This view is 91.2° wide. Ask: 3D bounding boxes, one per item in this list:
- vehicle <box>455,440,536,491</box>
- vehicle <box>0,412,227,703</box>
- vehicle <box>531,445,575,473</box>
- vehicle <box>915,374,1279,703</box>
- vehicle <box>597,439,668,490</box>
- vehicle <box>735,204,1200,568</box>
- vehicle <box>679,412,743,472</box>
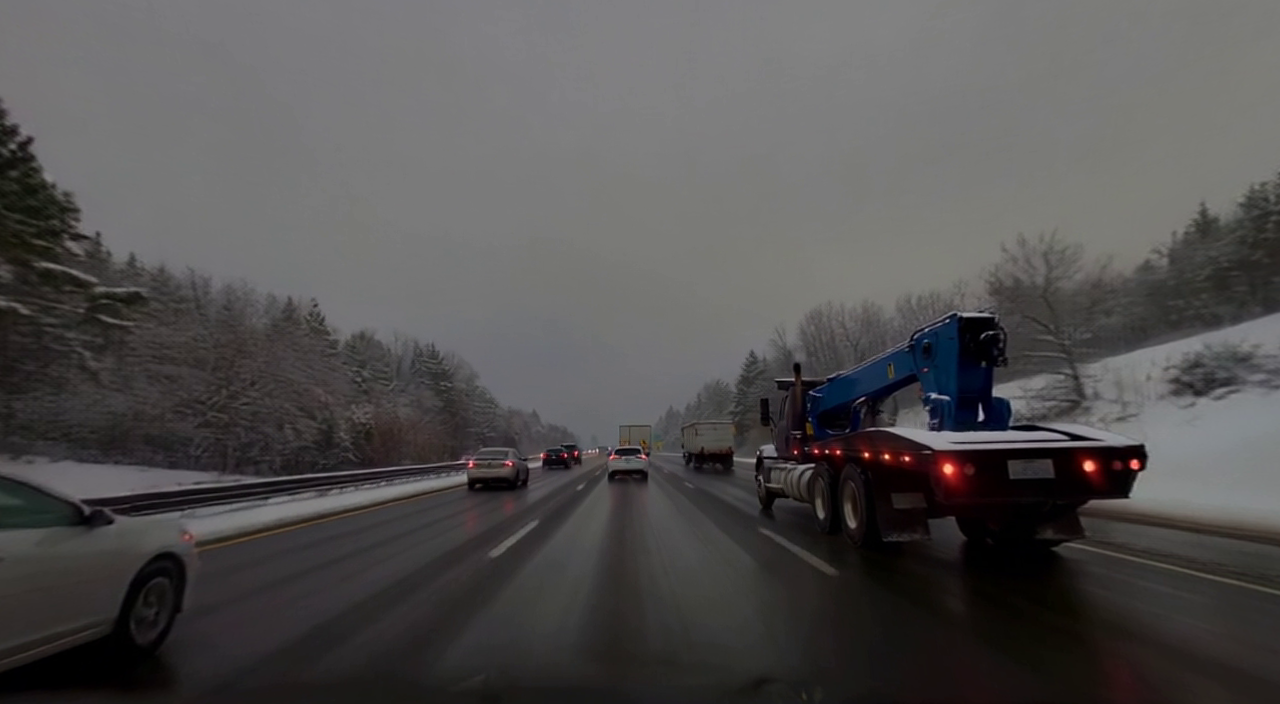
[{"bbox_3d":[-4.782,3.819,21.329,1.858,1.527,3.974,0,-9,-1],"label":"vehicle"},{"bbox_3d":[-4.123,0.953,2.375,1.880,1.507,4.757,0,-9,0],"label":"vehicle"},{"bbox_3d":[-5.002,6.207,36.602,1.924,1.481,4.264,0,-9,0],"label":"vehicle"},{"bbox_3d":[3.974,0.973,3.031,2.599,1.631,5.693,0,-9,-1],"label":"vehicle"},{"bbox_3d":[-0.278,3.718,20.926,2.150,1.498,3.988,0,-9,-2],"label":"vehicle"},{"bbox_3d":[3.790,0.909,10.404,2.975,3.618,8.456,0,-9,-1],"label":"vehicle"},{"bbox_3d":[3.636,4.864,33.670,2.416,2.829,7.016,0,-9,-2],"label":"vehicle"}]
